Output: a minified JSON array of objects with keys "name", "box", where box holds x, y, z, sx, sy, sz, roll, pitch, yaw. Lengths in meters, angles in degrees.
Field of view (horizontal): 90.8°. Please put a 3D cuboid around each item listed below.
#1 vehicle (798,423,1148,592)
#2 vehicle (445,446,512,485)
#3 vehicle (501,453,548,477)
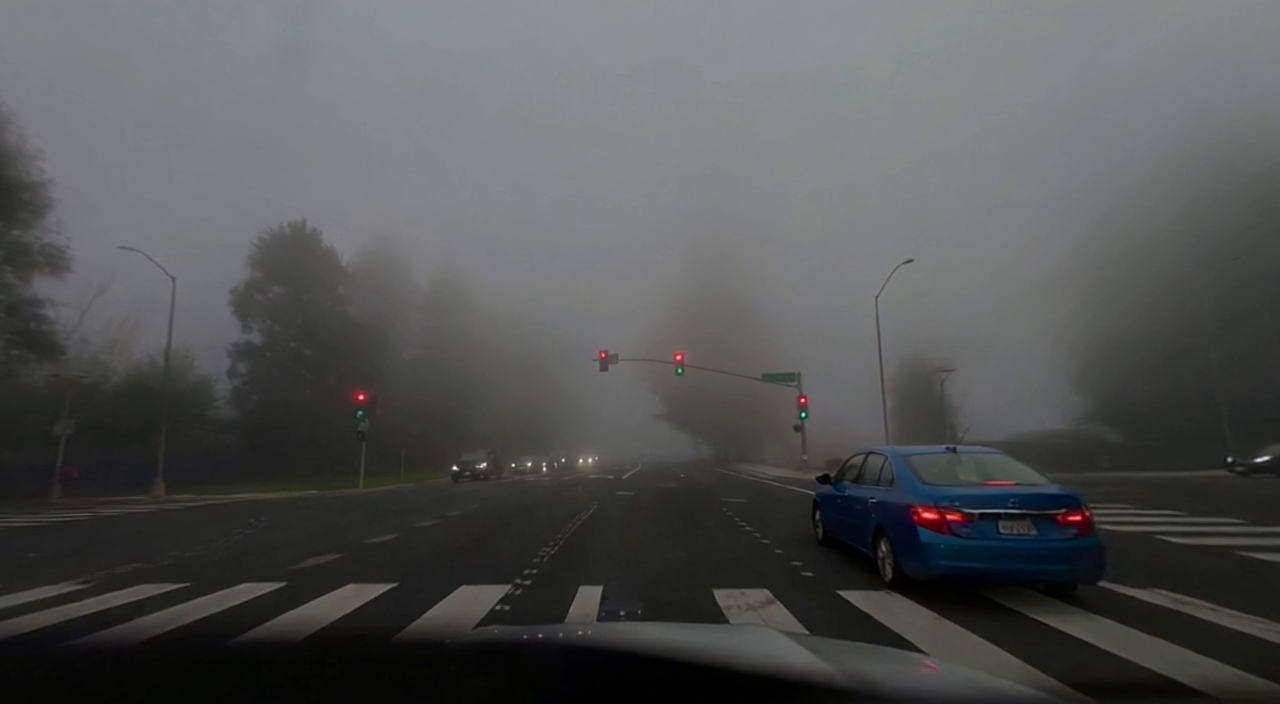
[{"name":"vehicle","box":[3.759,1.840,8.438,2.129,1.581,4.780,0,-9,1]},{"name":"vehicle","box":[-8.331,5.865,33.072,2.130,1.874,4.691,-1,-9,2]},{"name":"vehicle","box":[-7.751,7.615,42.793,1.906,1.468,4.686,-1,-9,6]}]
